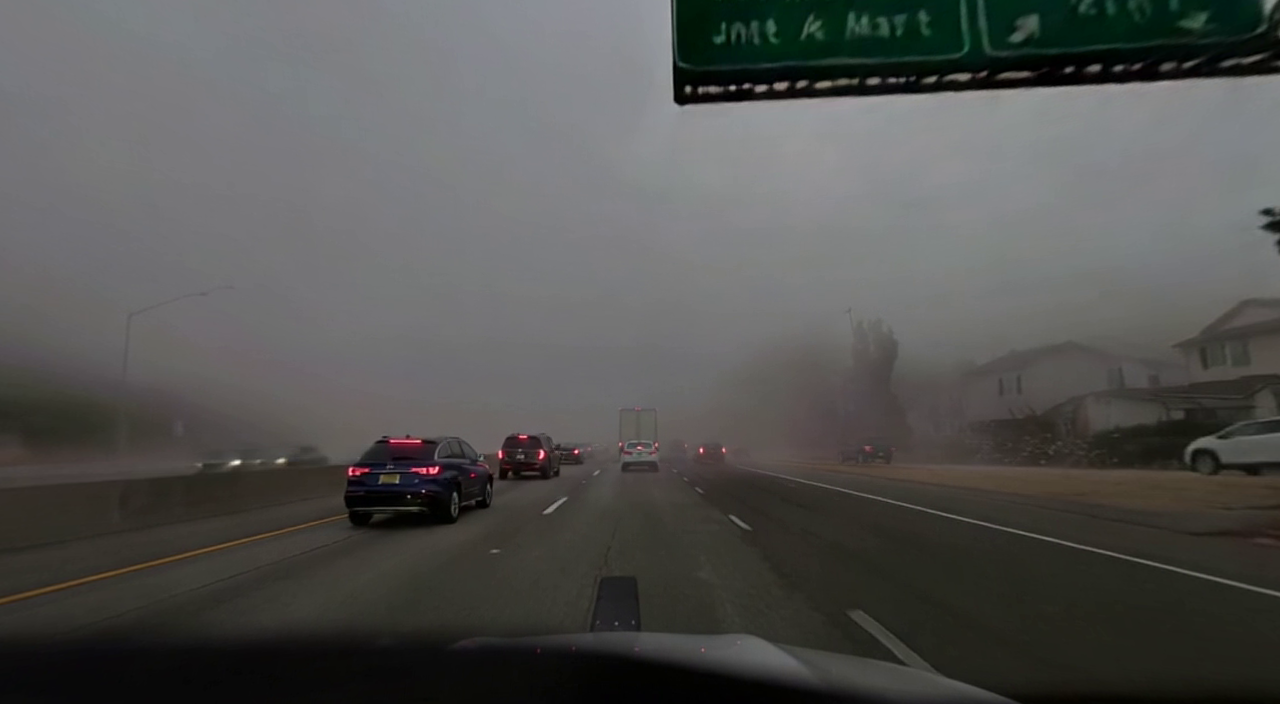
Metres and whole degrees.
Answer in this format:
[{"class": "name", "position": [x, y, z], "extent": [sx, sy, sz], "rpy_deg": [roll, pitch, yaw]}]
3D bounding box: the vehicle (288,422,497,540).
[{"class": "vehicle", "position": [-3.989, 2.141, 11.065], "extent": [1.988, 1.668, 4.021], "rpy_deg": [0, -9, 0]}]

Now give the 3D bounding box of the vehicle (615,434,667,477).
[{"class": "vehicle", "position": [0.055, 4.436, 27.305], "extent": [2.063, 1.703, 4.203], "rpy_deg": [0, -9, 0]}]

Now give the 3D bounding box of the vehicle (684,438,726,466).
[{"class": "vehicle", "position": [3.846, 5.991, 38.007], "extent": [2.027, 1.554, 4.252], "rpy_deg": [0, -9, -1]}]

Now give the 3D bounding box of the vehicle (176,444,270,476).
[{"class": "vehicle", "position": [-25.125, 6.505, 38.323], "extent": [2.231, 1.768, 4.901], "rpy_deg": [0, -9, 3]}]

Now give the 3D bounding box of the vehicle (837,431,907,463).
[{"class": "vehicle", "position": [13.085, 5.412, 35.879], "extent": [2.048, 1.674, 4.106], "rpy_deg": [1, -9, -6]}]

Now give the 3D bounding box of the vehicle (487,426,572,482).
[{"class": "vehicle", "position": [-4.169, 3.994, 24.860], "extent": [2.301, 1.944, 5.482], "rpy_deg": [0, -9, 1]}]

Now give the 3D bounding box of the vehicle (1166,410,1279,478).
[{"class": "vehicle", "position": [15.112, 2.074, 14.277], "extent": [1.905, 1.490, 4.826], "rpy_deg": [1, -9, -7]}]
